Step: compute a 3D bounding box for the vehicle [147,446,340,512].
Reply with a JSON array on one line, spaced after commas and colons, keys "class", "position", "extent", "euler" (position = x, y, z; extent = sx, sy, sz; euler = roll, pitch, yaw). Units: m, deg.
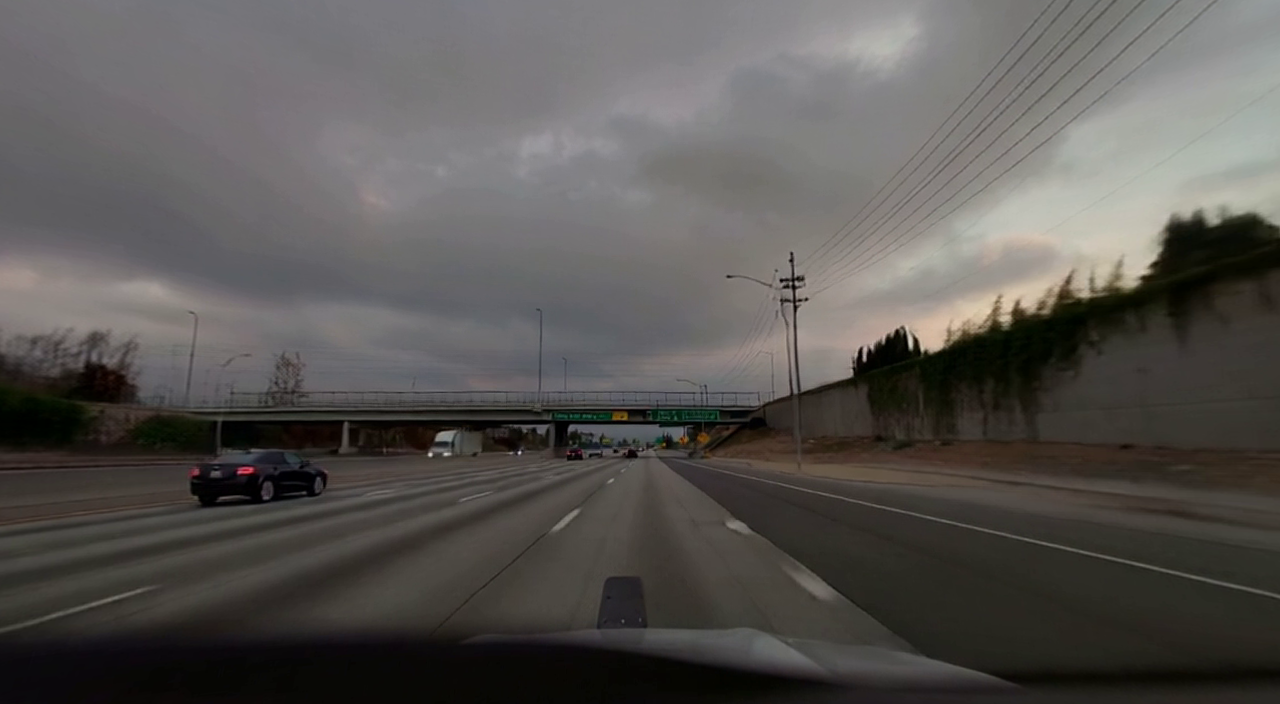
[{"class": "vehicle", "position": [-10.102, 3.221, 16.623], "extent": [2.056, 1.476, 4.562], "euler": [0, -8, 1]}]
